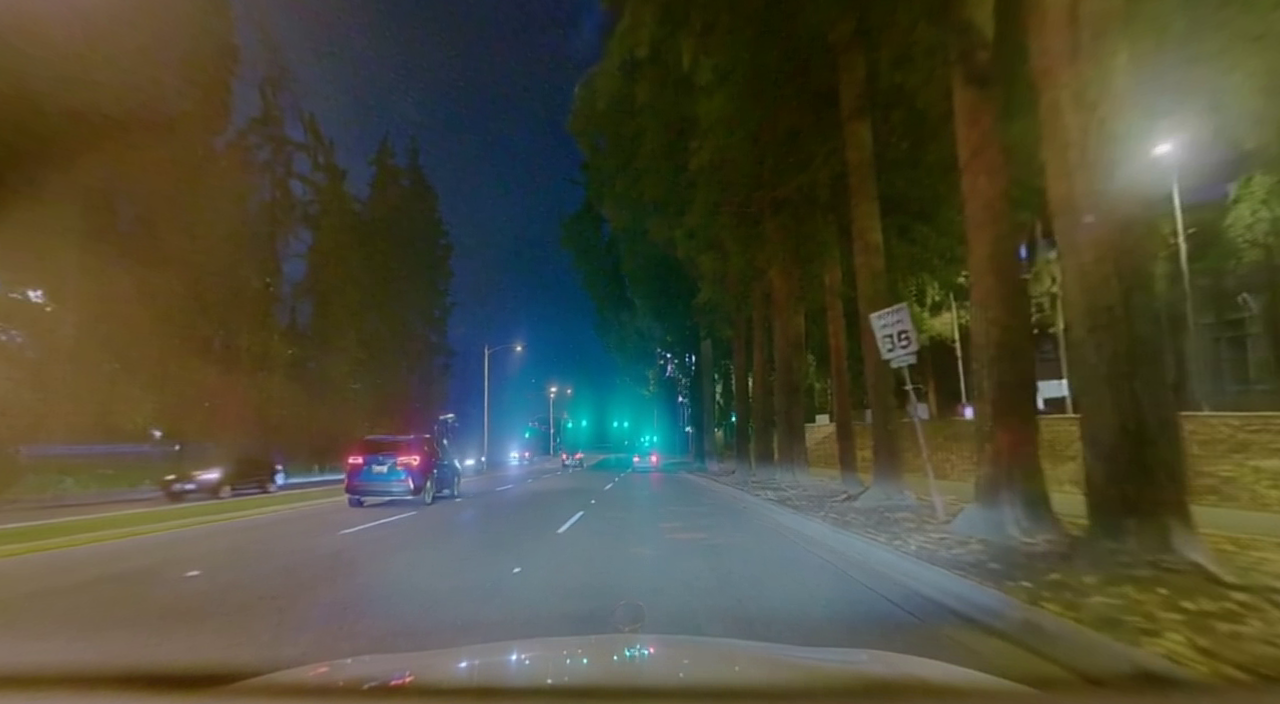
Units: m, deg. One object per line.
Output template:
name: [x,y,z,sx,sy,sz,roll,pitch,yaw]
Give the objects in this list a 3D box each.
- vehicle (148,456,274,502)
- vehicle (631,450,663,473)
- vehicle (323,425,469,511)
vehicle: [-16.059,4.731,23.846,1.914,1.508,4.004,0,-9,0]
vehicle: [0.413,7.548,43.545,2.091,1.494,3.962,0,-9,-1]
vehicle: [-6.070,2.924,16.310,2.027,1.908,4.273,0,-9,0]
